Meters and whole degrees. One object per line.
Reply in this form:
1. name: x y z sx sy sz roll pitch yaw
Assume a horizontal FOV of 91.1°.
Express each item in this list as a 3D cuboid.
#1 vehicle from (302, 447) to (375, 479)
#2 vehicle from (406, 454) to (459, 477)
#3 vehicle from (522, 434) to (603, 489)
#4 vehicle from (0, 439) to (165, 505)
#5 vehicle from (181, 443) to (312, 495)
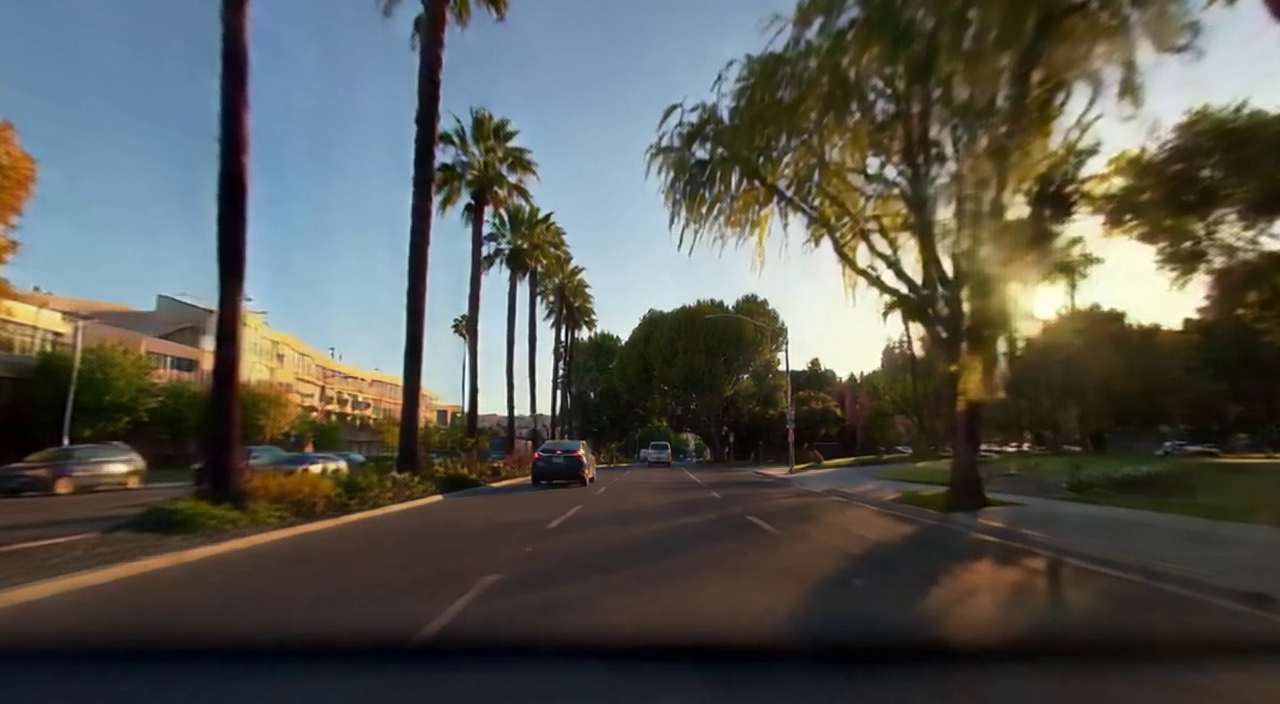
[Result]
1. vehicle: -19.816 7.297 41.573 2.146 1.913 4.993 0 -8 3
2. vehicle: -15.264 8.377 46.463 2.195 1.559 4.362 -1 -8 3
3. vehicle: -2.768 4.069 23.723 2.188 1.819 4.667 -1 -8 4
4. vehicle: -20.368 4.105 22.143 2.425 1.960 5.936 0 -8 2
5. vehicle: -16.011 4.741 25.937 2.142 1.913 4.745 0 -8 2
